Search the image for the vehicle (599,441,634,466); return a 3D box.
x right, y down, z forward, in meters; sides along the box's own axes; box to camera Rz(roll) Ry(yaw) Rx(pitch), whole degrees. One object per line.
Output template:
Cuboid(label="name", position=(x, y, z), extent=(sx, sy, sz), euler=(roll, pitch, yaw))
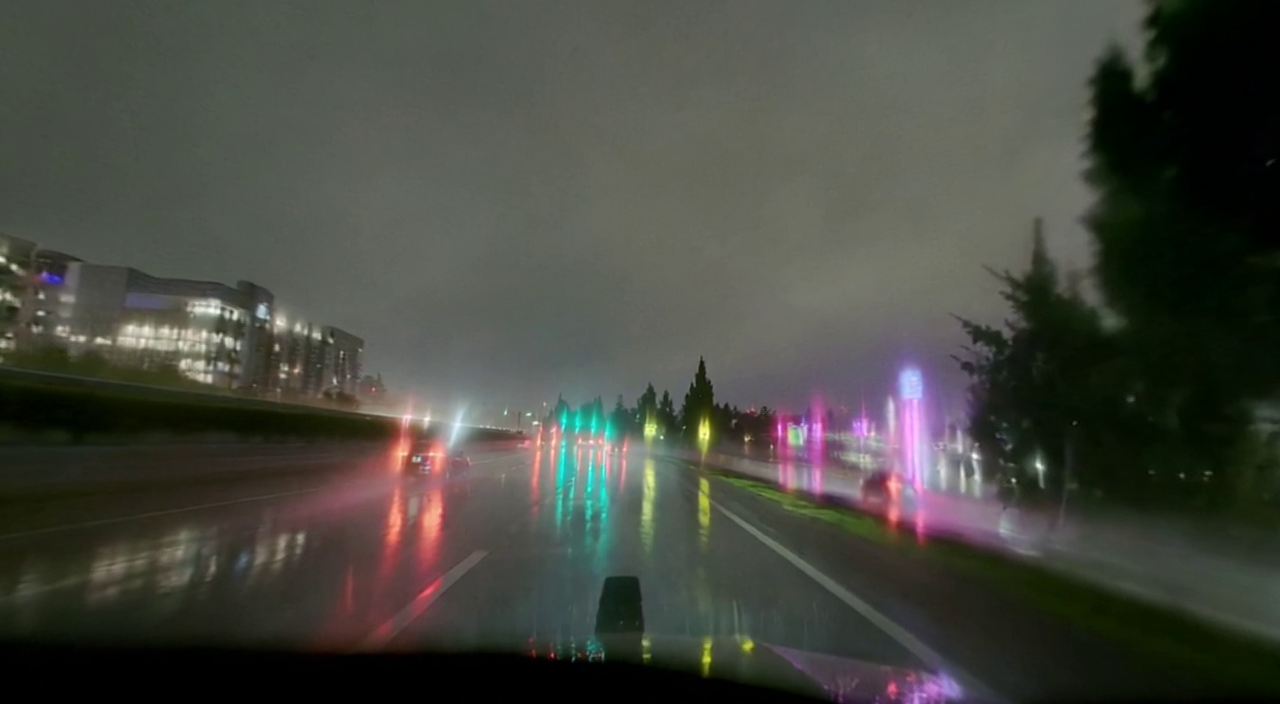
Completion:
Cuboid(label="vehicle", position=(-1.417, 6.146, 38.391), extent=(2.038, 1.414, 4.357), euler=(0, -9, -2))

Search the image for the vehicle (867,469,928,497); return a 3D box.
Cuboid(label="vehicle", position=(18.834, 9.607, 46.453), extent=(2.023, 1.782, 4.193), euler=(2, -9, -12))

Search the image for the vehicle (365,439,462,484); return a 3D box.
Cuboid(label="vehicle", position=(-8.098, 3.952, 23.040), extent=(2.009, 1.454, 4.250), euler=(0, -9, -1))
